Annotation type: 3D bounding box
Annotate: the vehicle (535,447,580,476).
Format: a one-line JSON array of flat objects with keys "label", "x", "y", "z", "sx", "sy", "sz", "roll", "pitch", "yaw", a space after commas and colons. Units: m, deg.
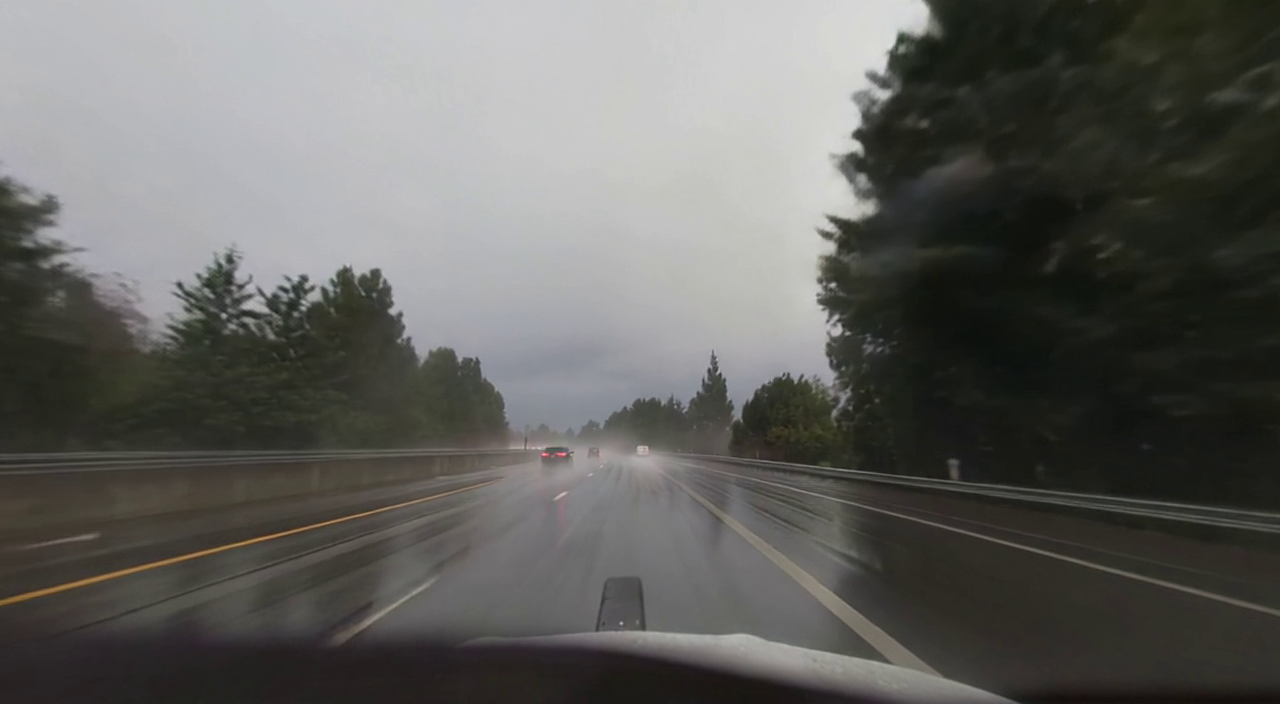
[{"label": "vehicle", "x": -4.675, "y": 6.205, "z": 36.159, "sx": 2.049, "sy": 1.521, "sz": 4.366, "roll": 0, "pitch": -9, "yaw": -1}]
